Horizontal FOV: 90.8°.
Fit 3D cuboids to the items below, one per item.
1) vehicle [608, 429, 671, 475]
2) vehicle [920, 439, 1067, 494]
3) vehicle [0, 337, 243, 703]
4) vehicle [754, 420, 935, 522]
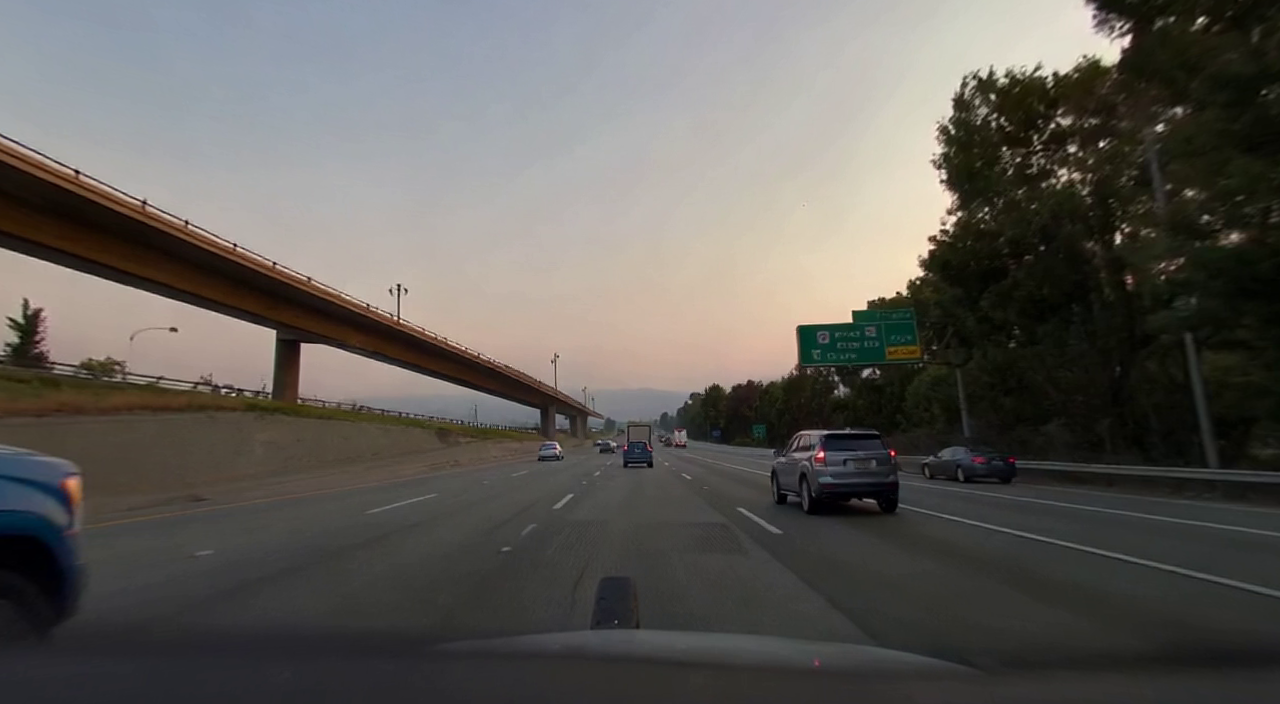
[{"bbox_3d":[-0.042,4.533,28.777,2.572,1.837,5.693,0,-9,0],"label":"vehicle"},{"bbox_3d":[10.607,3.439,19.394,1.961,1.480,4.331,0,-9,0],"label":"vehicle"},{"bbox_3d":[-3.731,0.635,1.274,2.535,1.715,5.030,0,-9,1],"label":"vehicle"},{"bbox_3d":[3.723,2.261,12.428,2.119,1.653,4.000,0,-9,-1],"label":"vehicle"}]
